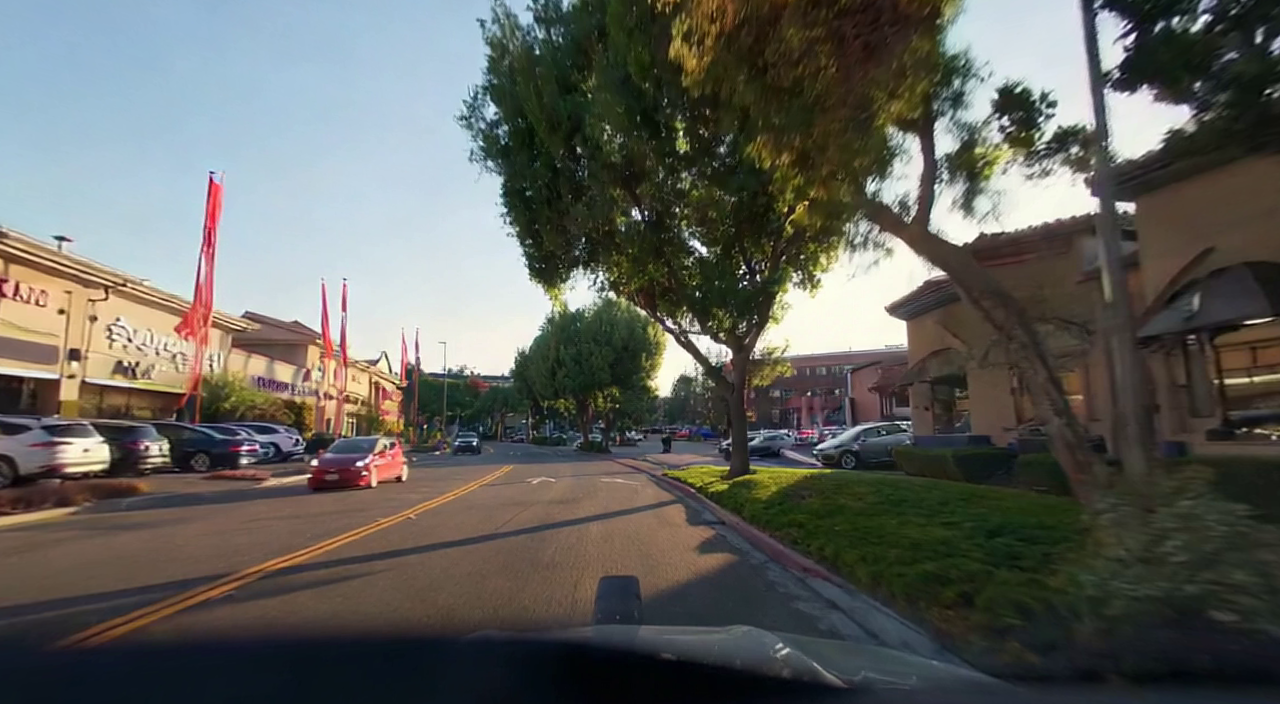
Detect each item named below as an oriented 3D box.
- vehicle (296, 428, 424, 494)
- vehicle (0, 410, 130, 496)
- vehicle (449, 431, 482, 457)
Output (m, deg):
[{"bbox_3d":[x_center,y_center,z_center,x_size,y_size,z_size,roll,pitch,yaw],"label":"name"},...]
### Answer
[{"bbox_3d":[-7.602,2.969,17.619,1.963,1.589,4.212,1,-8,-5],"label":"vehicle"},{"bbox_3d":[-14.264,2.210,13.923,4.110,1.758,1.853,1,-8,-10],"label":"vehicle"},{"bbox_3d":[-13.260,7.032,48.114,2.026,1.882,4.277,1,-8,-11],"label":"vehicle"}]
